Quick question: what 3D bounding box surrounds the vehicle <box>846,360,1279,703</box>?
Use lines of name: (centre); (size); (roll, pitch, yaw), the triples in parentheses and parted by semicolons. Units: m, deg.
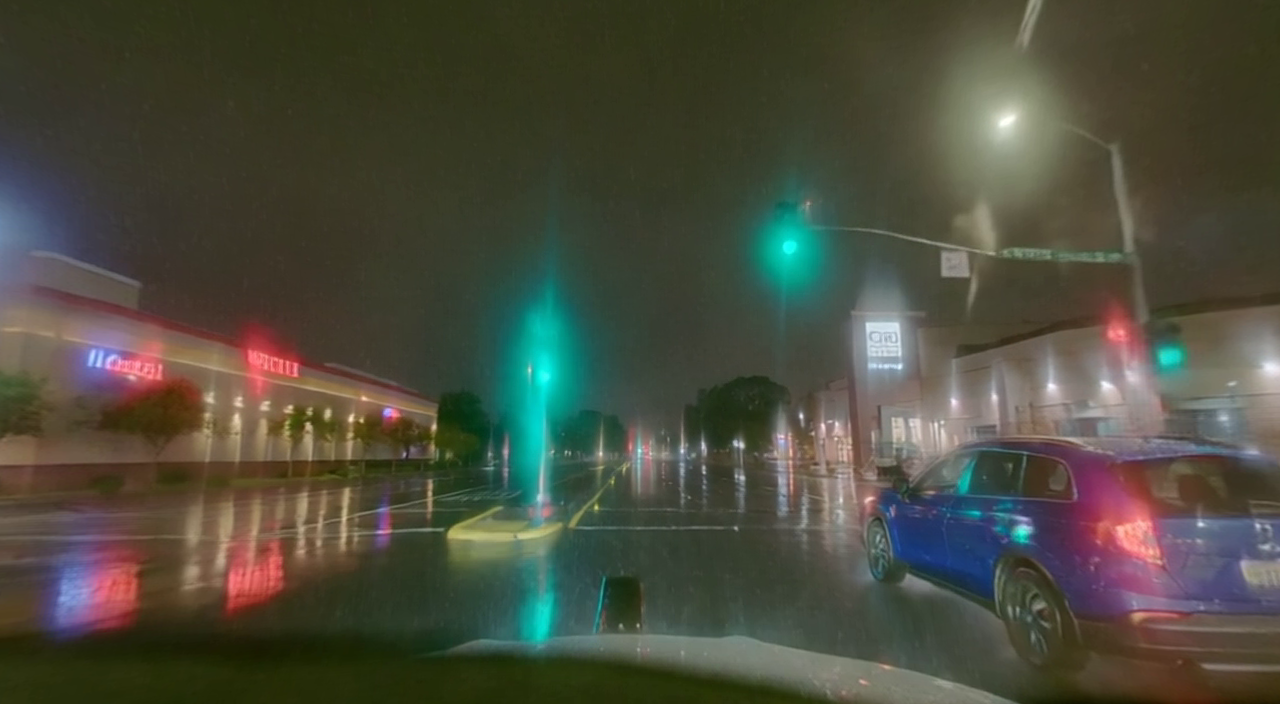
vehicle: (3.234, 1.151, 4.152); (2.015, 1.641, 4.995); (0, -9, -1)
